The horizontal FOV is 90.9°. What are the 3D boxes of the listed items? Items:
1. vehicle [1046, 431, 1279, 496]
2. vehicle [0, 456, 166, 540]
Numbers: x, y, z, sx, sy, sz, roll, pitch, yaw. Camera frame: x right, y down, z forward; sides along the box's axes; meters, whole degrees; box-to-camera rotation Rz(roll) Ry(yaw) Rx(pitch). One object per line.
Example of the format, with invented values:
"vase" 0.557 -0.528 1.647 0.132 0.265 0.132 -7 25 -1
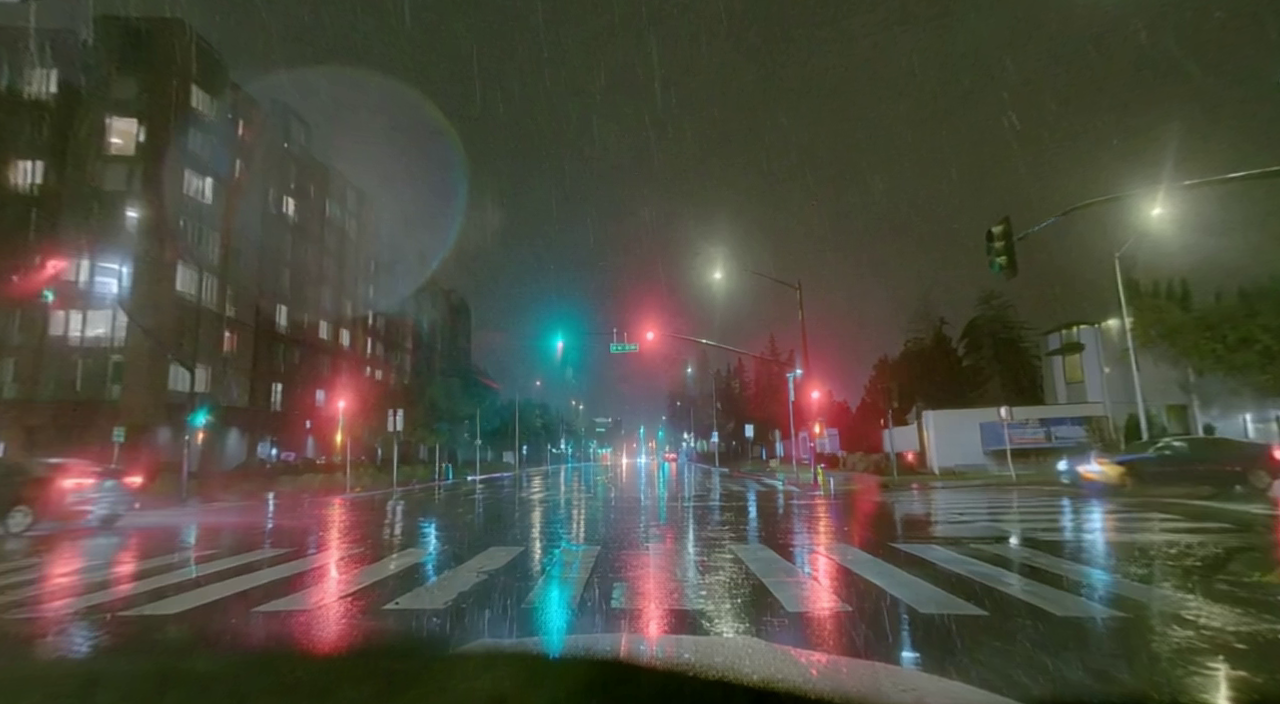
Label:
"vehicle" 13.239 2.745 15.727 4.847 1.484 1.926 0 -8 0
"vehicle" -13.016 2.956 13.047 4.808 1.524 1.967 0 -8 1
